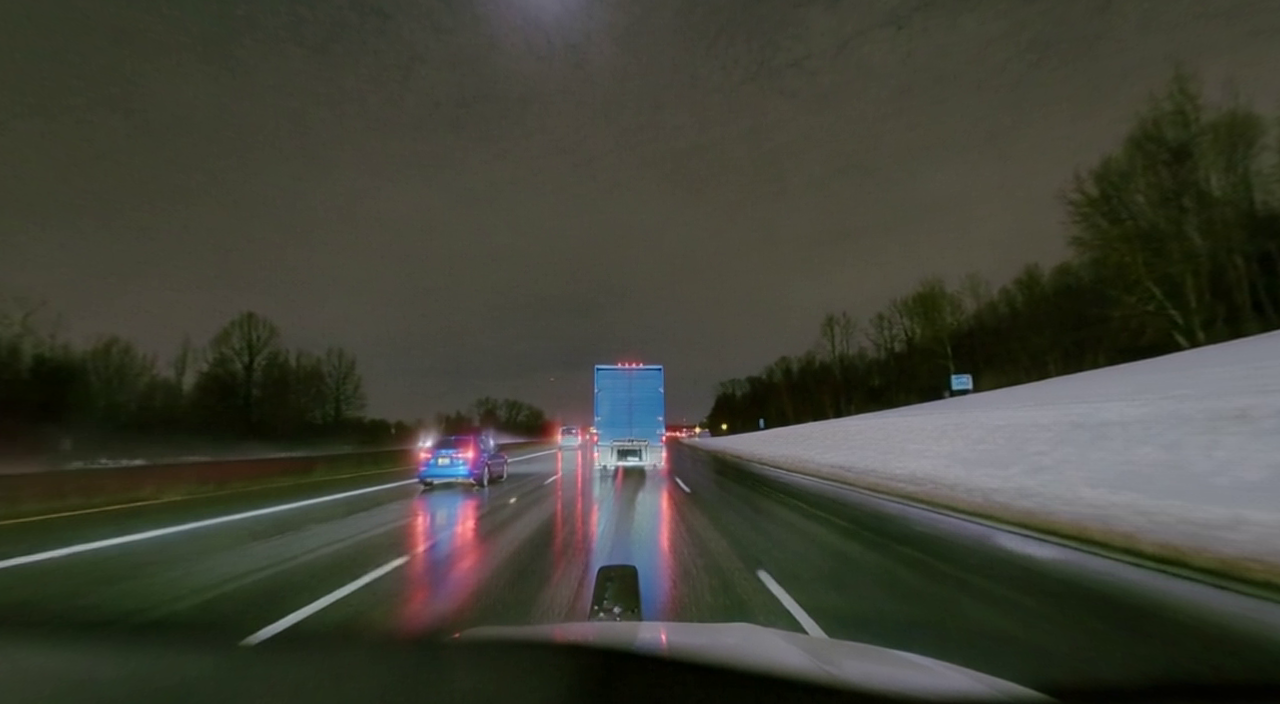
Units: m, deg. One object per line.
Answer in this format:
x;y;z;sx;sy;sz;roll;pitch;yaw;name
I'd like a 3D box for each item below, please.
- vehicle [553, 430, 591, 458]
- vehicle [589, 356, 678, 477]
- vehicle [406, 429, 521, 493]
-4.539;6.214;42.646;2.019;1.834;4.644;0;-8;0;vehicle
-0.332;2.805;26.128;2.953;4.041;10.072;0;-8;-1;vehicle
-4.696;2.939;17.486;1.931;1.539;4.441;0;-8;0;vehicle
